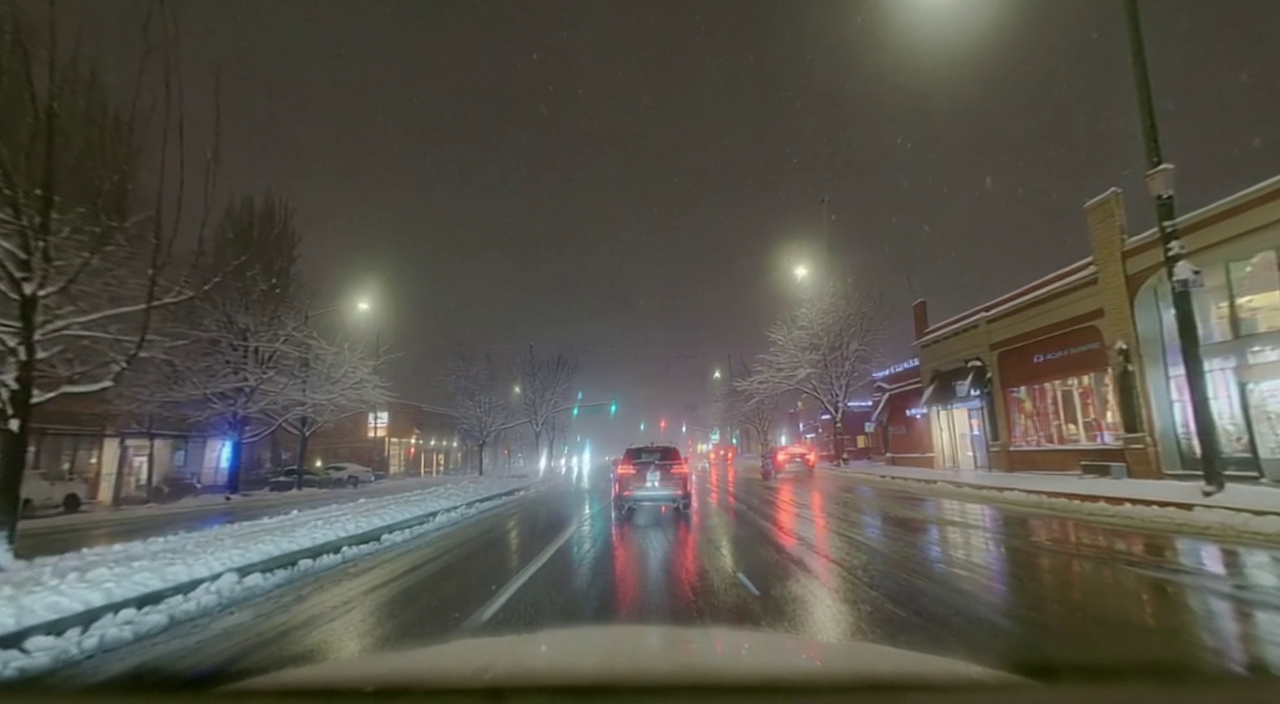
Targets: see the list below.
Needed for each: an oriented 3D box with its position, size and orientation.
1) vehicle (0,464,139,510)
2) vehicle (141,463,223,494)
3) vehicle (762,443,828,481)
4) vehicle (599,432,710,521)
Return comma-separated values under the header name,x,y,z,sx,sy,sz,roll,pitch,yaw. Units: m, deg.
name,x,y,z,sx,sy,sz,roll,pitch,yaw
vehicle,-25.888,6.098,28.821,2.026,1.808,4.835,0,-9,-2
vehicle,-27.892,7.700,38.543,1.861,1.578,4.152,0,-8,1
vehicle,7.189,5.146,29.746,2.086,1.627,4.294,0,-8,1
vehicle,0.272,2.671,14.027,2.125,1.669,3.880,0,-8,0
